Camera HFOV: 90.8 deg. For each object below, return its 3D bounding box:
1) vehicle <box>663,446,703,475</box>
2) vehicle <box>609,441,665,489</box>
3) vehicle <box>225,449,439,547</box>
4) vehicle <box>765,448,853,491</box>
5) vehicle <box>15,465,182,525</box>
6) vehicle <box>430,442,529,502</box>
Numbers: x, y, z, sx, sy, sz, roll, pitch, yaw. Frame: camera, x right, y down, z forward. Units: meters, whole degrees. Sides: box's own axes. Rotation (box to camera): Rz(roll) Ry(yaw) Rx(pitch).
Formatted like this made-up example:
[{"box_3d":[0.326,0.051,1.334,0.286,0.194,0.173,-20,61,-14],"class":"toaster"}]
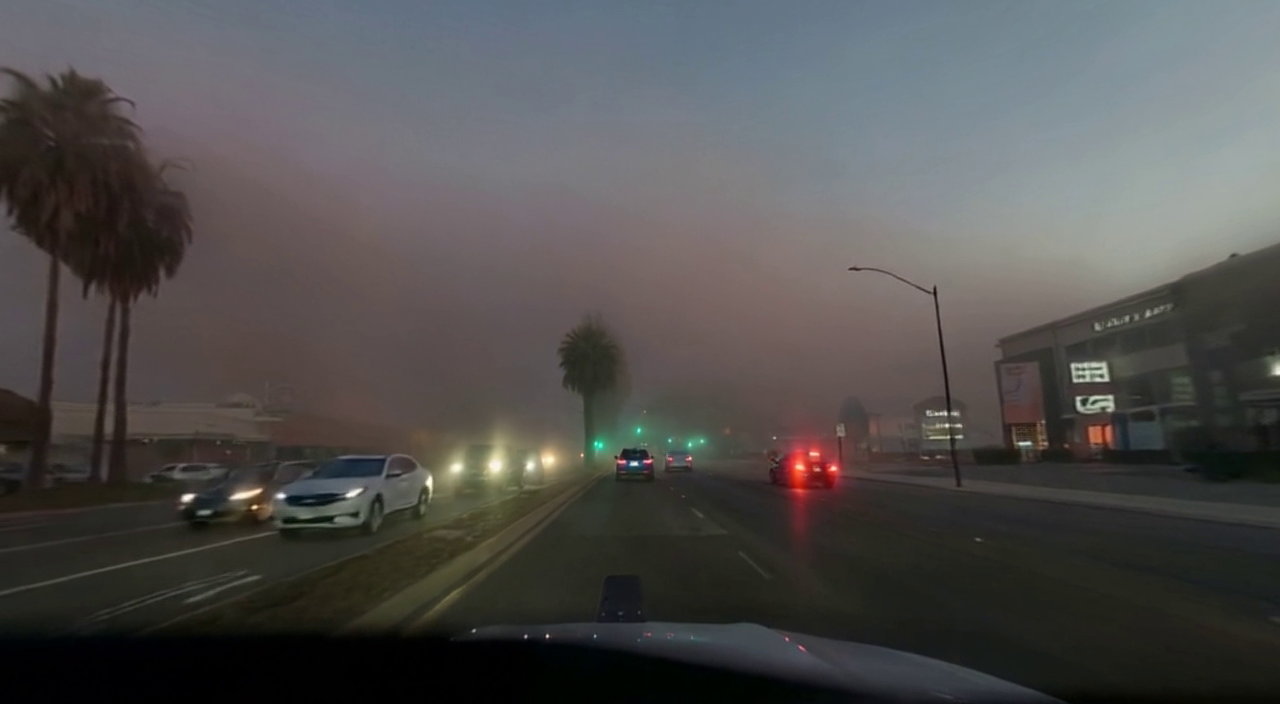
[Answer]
[{"box_3d":[2.681,6.913,40.386,2.112,1.710,4.234,0,-9,-1],"class":"vehicle"},{"box_3d":[-0.164,4.625,26.181,2.151,1.787,4.109,0,-9,-1],"class":"vehicle"},{"box_3d":[-5.643,2.671,12.351,2.017,1.463,4.384,-2,-9,0],"class":"vehicle"},{"box_3d":[6.209,4.357,23.769,1.944,1.447,4.309,0,-9,-2],"class":"vehicle"},{"box_3d":[-15.504,4.063,18.365,1.712,1.454,3.535,0,-9,-1],"class":"vehicle"},{"box_3d":[-5.226,3.950,21.275,2.160,1.769,4.494,0,-9,0],"class":"vehicle"}]
